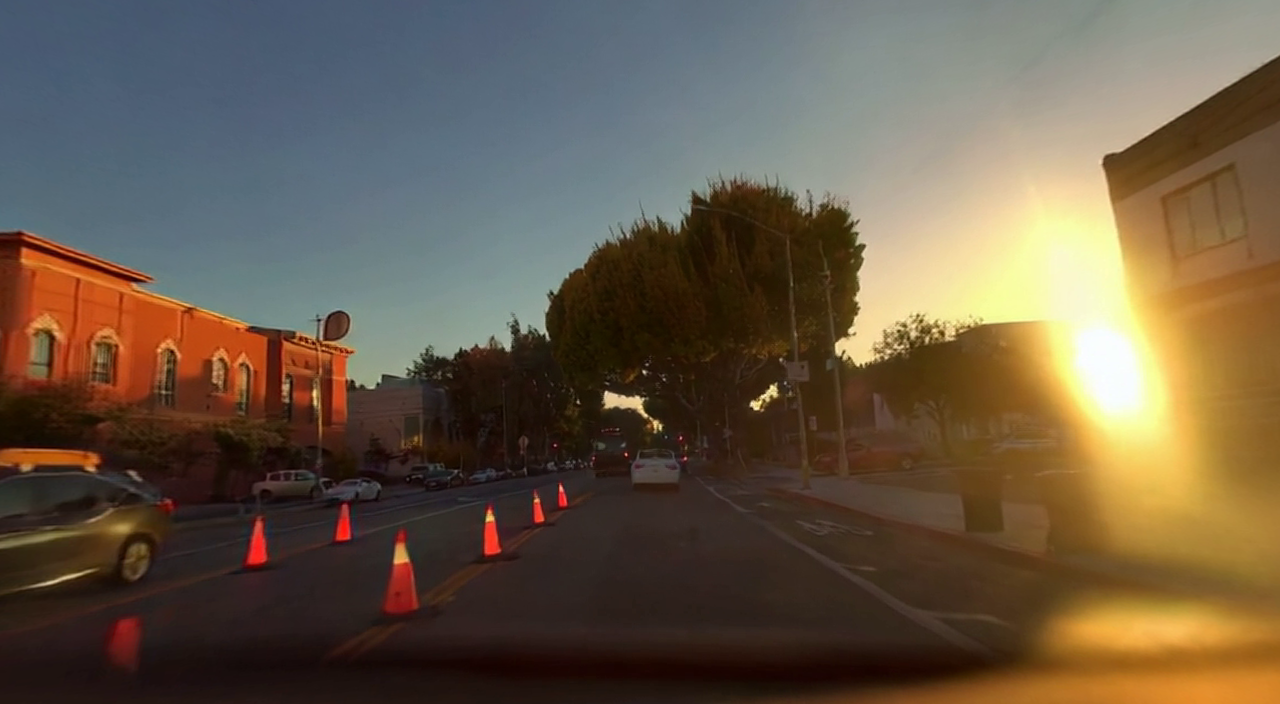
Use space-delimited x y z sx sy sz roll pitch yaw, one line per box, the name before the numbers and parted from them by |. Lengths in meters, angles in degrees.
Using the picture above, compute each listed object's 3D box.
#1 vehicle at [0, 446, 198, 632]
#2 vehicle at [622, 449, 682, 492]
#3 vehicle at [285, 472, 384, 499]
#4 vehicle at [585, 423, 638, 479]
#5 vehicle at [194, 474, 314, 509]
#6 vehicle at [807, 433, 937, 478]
vehicle | -6.936 1.792 5.975 2.016 1.693 4.911 -3 -9 -1
vehicle | 0.484 4.567 24.646 2.159 1.506 4.086 0 -9 2
vehicle | -18.548 8.118 38.491 4.952 1.510 2.115 -1 -9 5
vehicle | -1.662 6.727 43.196 2.977 3.271 12.748 0 -9 0
vehicle | -19.508 7.076 32.090 4.696 1.513 2.243 -2 -8 3
vehicle | 10.347 4.624 28.482 4.859 1.914 2.333 1 -9 -5
